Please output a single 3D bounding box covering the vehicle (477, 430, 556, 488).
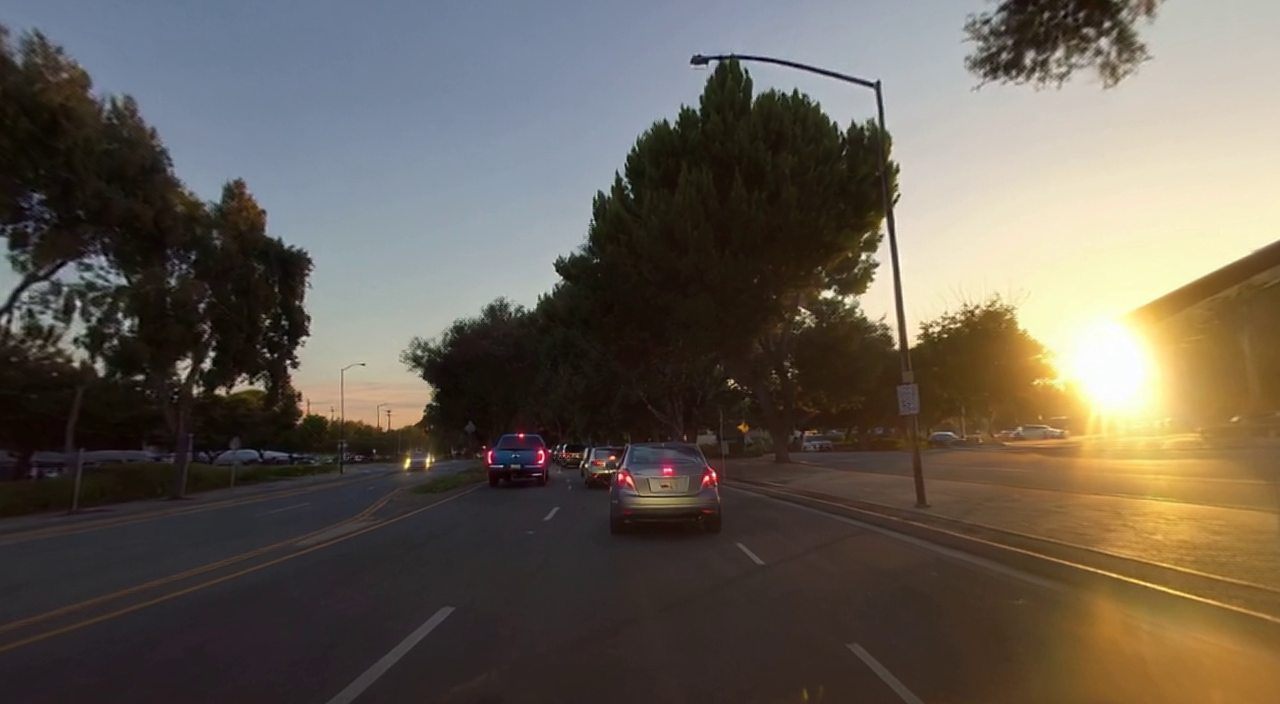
[{"bbox_3d":[-4.697,4.190,24.926,2.512,1.992,5.725,1,-9,-6],"label":"vehicle"}]

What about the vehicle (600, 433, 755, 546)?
[{"bbox_3d":[0.394,2.211,10.818,2.142,1.528,4.133,0,-9,-4],"label":"vehicle"}]
